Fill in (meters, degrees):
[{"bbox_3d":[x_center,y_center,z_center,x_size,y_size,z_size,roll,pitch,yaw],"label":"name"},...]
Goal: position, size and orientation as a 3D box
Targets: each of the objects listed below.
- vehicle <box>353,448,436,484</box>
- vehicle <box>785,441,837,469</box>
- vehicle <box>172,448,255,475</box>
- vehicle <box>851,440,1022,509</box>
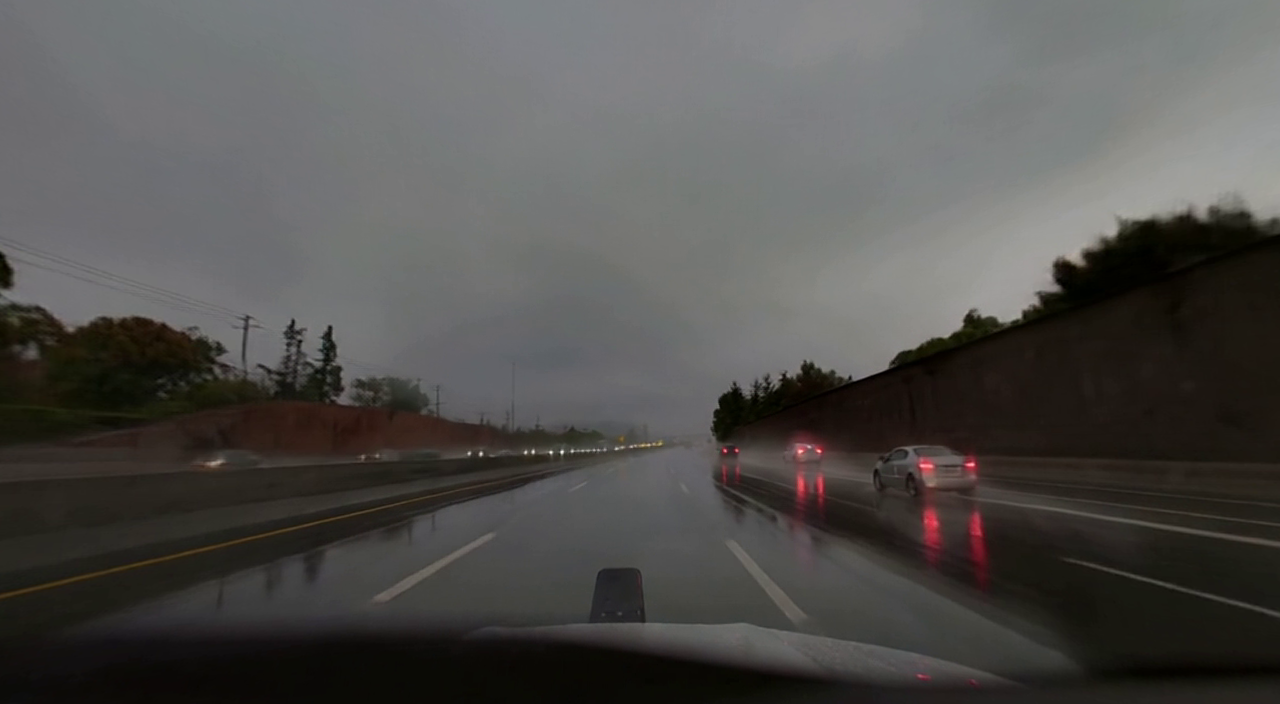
[{"bbox_3d":[-10.865,5.062,28.350,1.908,1.433,4.394,0,-9,1],"label":"vehicle"},{"bbox_3d":[11.158,6.726,41.449,2.151,1.734,4.519,0,-9,0],"label":"vehicle"},{"bbox_3d":[-25.573,6.551,38.087,1.770,1.452,4.443,0,-9,1],"label":"vehicle"},{"bbox_3d":[7.231,3.015,16.093,2.047,1.479,4.593,0,-9,-1],"label":"vehicle"}]
